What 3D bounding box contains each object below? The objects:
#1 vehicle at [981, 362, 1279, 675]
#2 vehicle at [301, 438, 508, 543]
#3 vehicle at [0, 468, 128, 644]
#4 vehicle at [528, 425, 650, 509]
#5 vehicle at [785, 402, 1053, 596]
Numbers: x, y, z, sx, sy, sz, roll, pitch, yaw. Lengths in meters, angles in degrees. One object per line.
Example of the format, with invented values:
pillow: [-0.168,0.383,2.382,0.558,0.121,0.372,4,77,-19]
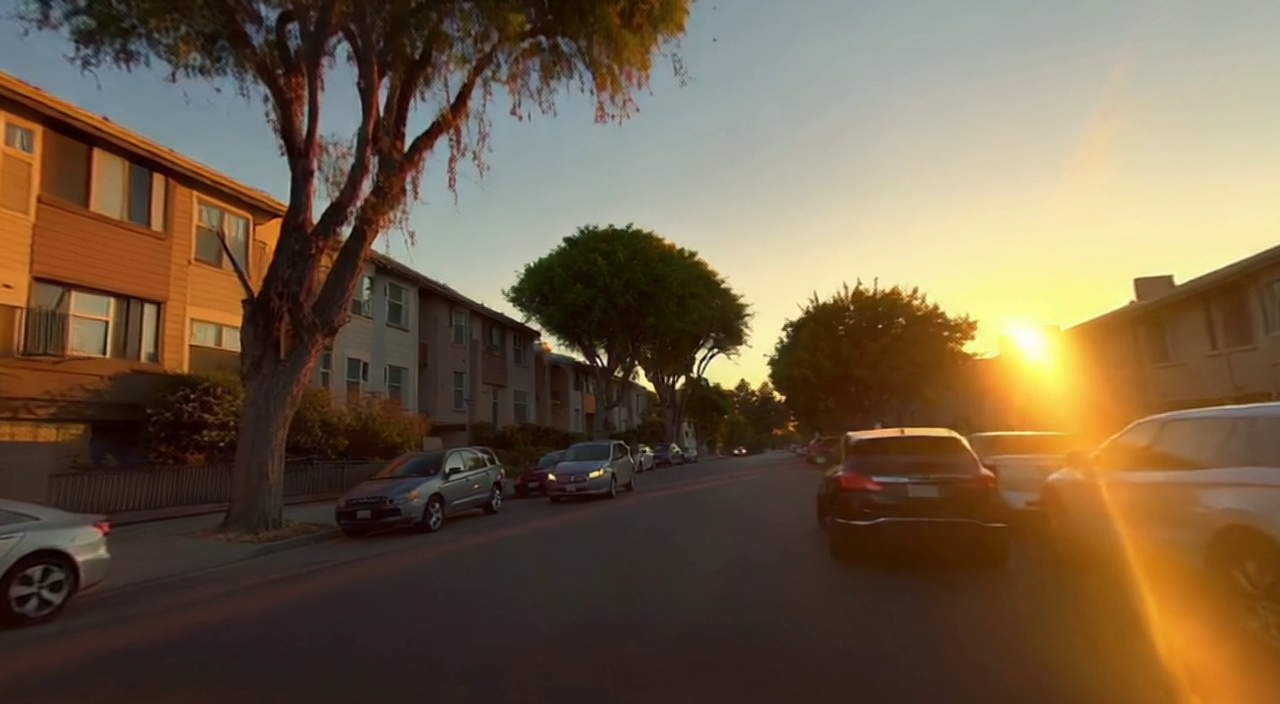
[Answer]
vehicle: [4.992,1.187,5.201,2.082,1.799,5.207,-2,-8,8]
vehicle: [-4.592,2.735,13.243,2.002,1.774,4.568,-2,-8,9]
vehicle: [-6.539,1.639,4.463,1.859,1.432,4.315,-2,-8,8]
vehicle: [-1.268,3.250,18.326,2.197,2.047,4.985,-2,-9,11]
vehicle: [3.125,1.714,8.411,2.055,1.717,5.172,-2,-8,11]
